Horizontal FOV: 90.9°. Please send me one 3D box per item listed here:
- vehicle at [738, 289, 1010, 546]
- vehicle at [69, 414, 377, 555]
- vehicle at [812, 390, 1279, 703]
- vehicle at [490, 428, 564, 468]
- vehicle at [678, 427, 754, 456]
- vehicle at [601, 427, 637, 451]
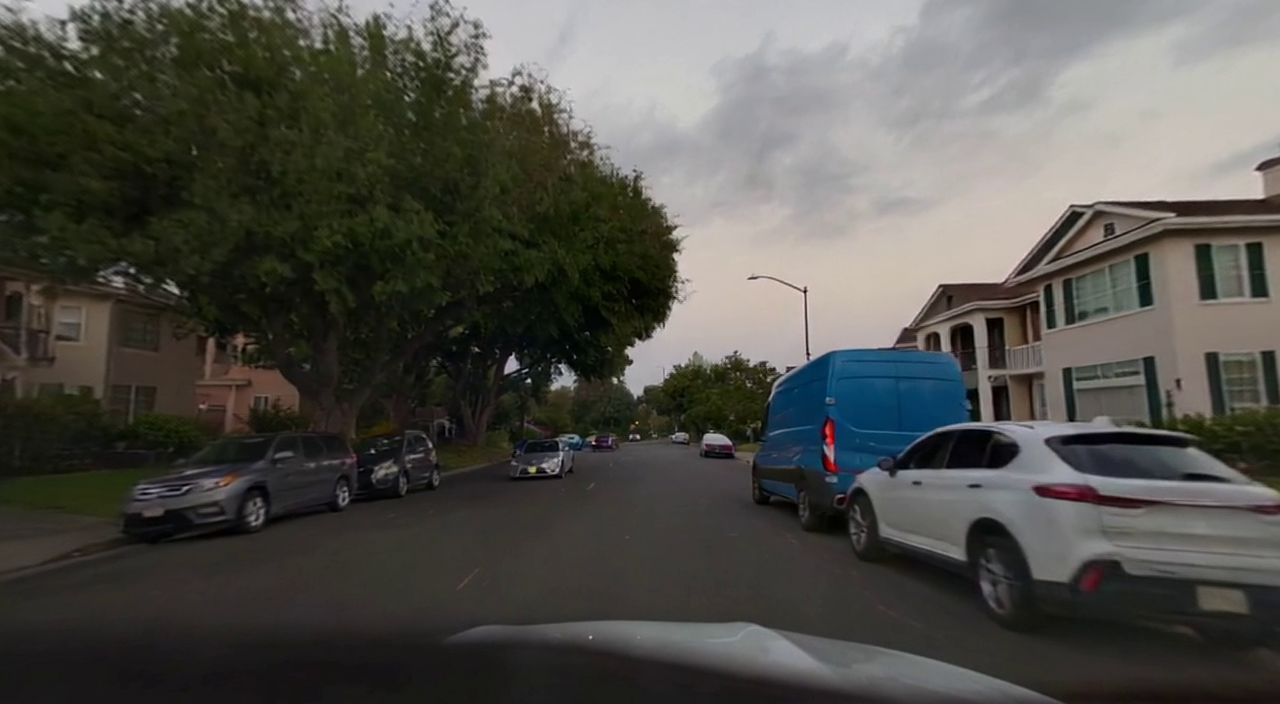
[{"bbox_3d":[3.296,1.183,10.835,2.317,3.096,6.383,0,-8,2],"label":"vehicle"},{"bbox_3d":[-5.653,1.739,9.218,1.834,1.532,3.628,3,-6,3],"label":"vehicle"},{"bbox_3d":[2.984,1.228,5.239,1.955,1.500,4.410,0,-8,1],"label":"vehicle"},{"bbox_3d":[-4.571,3.950,26.100,1.941,1.515,3.995,-1,-8,6],"label":"vehicle"},{"bbox_3d":[4.725,5.574,39.226,4.317,1.453,1.889,0,-8,-29],"label":"vehicle"},{"bbox_3d":[-1.569,6.747,49.120,1.953,1.550,4.142,-5,-7,8],"label":"vehicle"}]
